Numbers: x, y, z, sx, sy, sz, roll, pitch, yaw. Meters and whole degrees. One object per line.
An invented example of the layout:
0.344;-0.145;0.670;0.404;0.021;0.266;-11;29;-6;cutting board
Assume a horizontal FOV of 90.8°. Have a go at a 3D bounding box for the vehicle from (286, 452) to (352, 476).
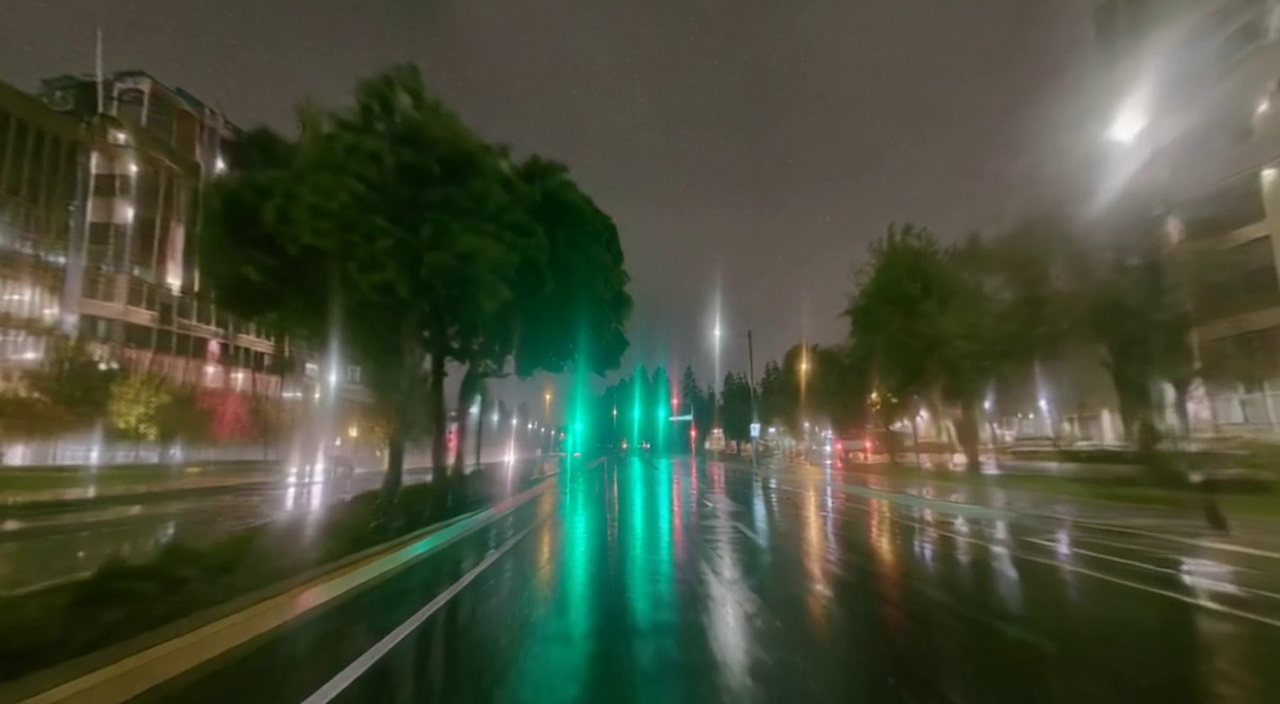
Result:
-21.342;7.410;42.202;1.867;1.464;4.748;0;-9;0;vehicle
